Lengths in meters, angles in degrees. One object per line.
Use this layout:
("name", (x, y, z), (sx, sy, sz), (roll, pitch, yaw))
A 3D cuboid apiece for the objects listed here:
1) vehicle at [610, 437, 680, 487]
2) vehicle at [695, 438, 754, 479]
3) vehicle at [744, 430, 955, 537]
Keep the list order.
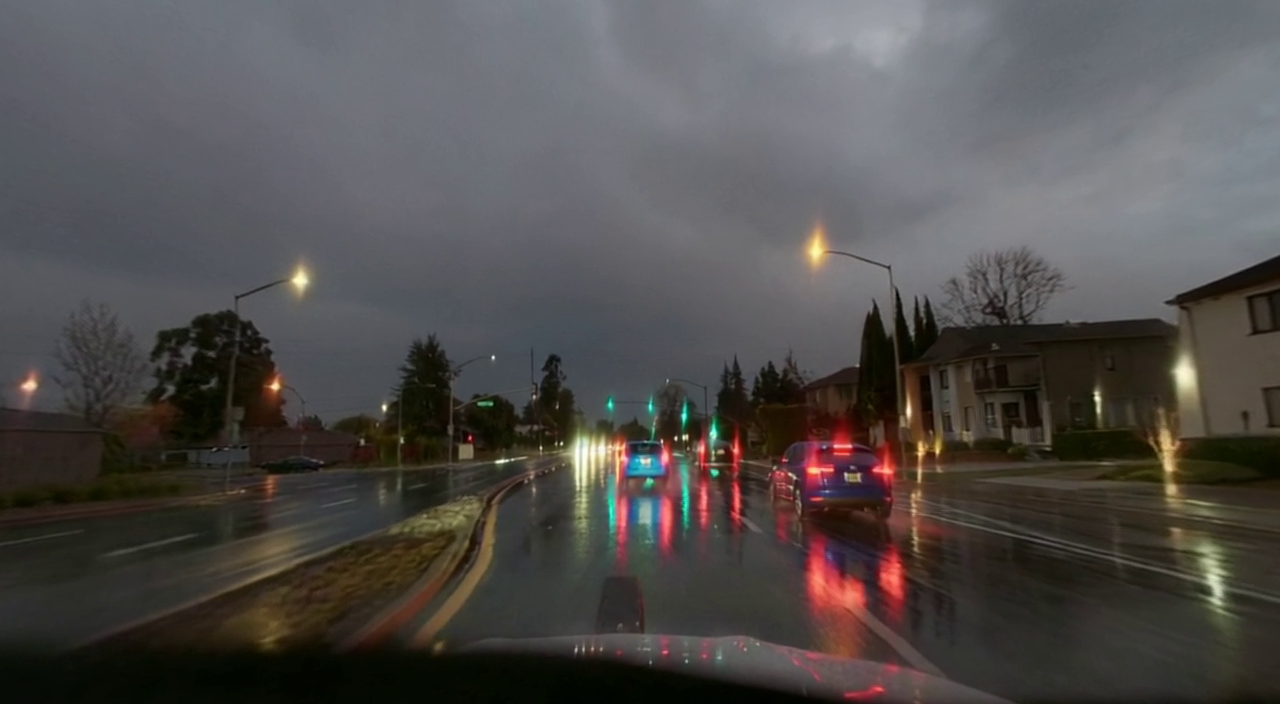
("vehicle", (0.122, 3.607, 21.003), (2.093, 1.497, 4.010), (0, -9, -1))
("vehicle", (3.327, 4.257, 25.510), (1.775, 1.499, 3.488), (0, -9, -2))
("vehicle", (3.409, 2.244, 11.460), (2.161, 1.519, 4.568), (0, -9, -1))
